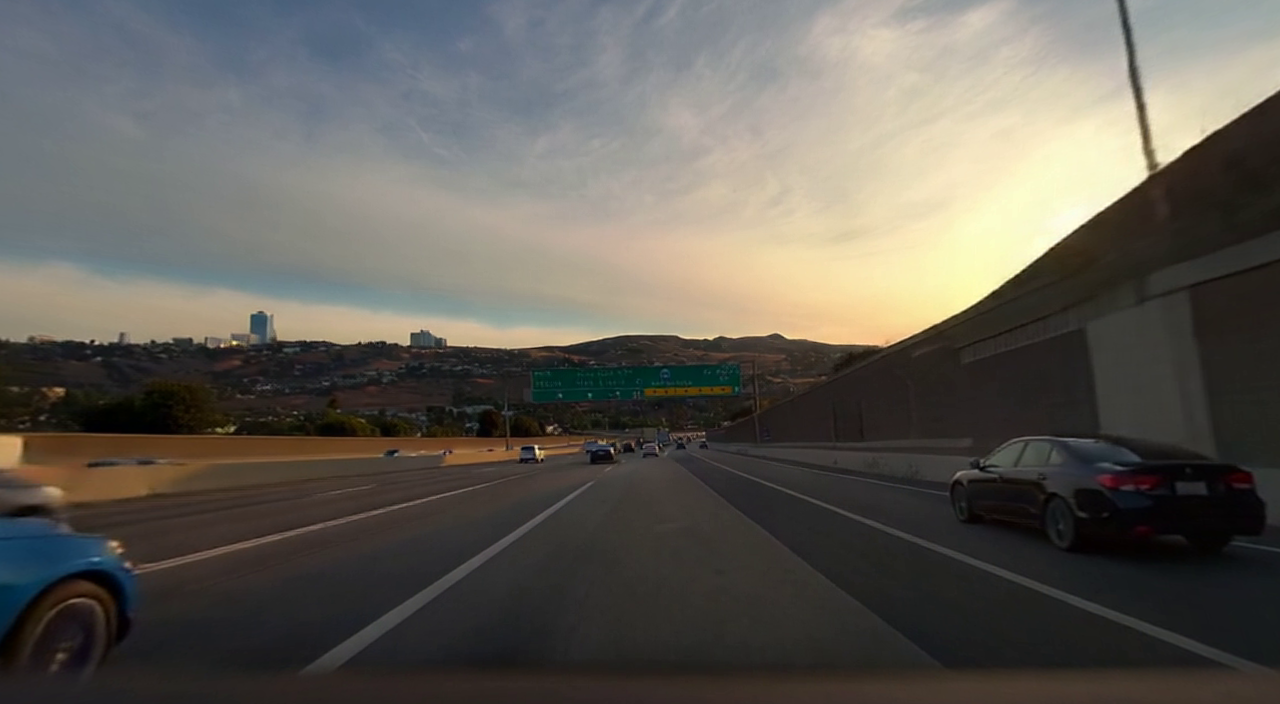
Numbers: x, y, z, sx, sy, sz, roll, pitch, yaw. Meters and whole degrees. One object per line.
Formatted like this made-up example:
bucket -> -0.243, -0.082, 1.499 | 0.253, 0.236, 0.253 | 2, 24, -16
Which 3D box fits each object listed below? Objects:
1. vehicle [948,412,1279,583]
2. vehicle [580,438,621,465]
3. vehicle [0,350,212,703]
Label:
vehicle -> 6.279, 1.742, 8.437 | 2.122, 1.646, 4.491 | -1, -8, 2
vehicle -> -2.718, 7.084, 45.049 | 2.172, 1.824, 5.031 | -1, -8, 5
vehicle -> -3.918, 0.681, 1.420 | 2.210, 1.730, 5.133 | -1, -8, 1
